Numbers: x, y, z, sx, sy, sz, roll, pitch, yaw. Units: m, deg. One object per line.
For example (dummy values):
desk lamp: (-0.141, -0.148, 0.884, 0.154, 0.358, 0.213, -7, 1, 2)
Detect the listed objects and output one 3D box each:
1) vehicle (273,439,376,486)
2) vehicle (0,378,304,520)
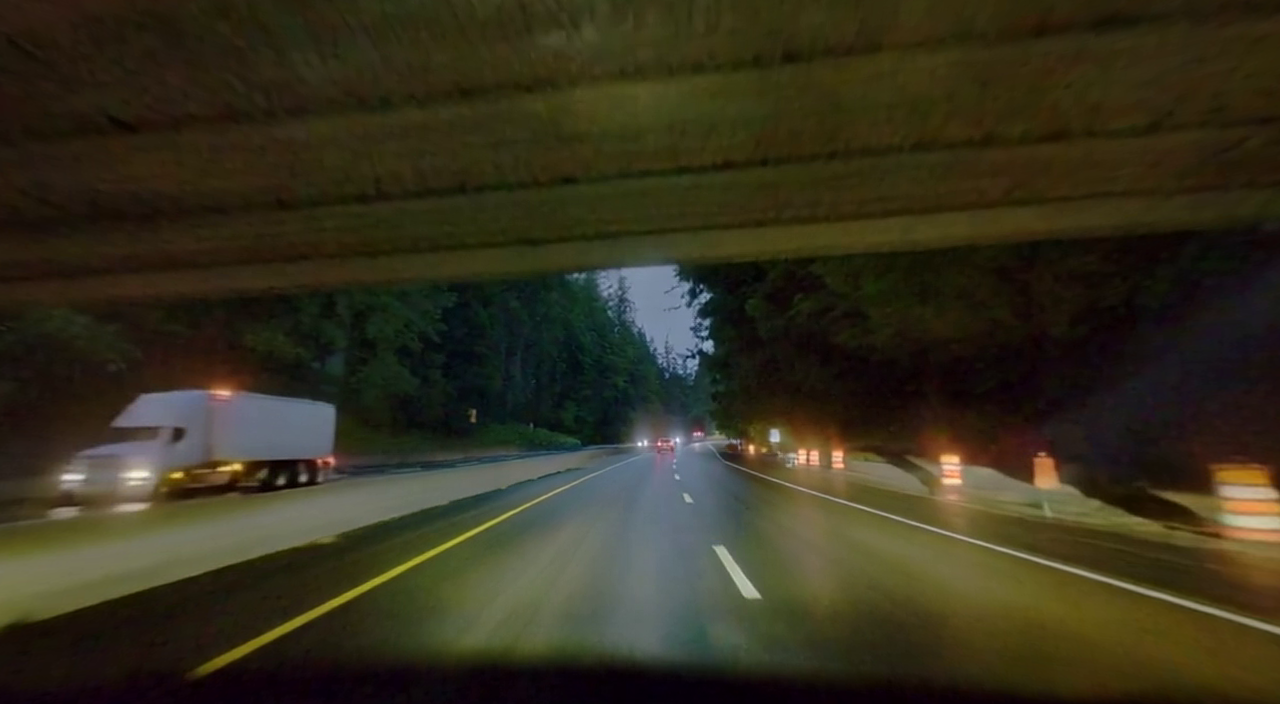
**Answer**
vehicle: (-14.090, 4.922, 28.528, 2.023, 1.956, 4.623, -1, -8, 3)
vehicle: (-14.544, 2.971, 19.909, 2.775, 3.490, 8.472, 0, -8, 3)
